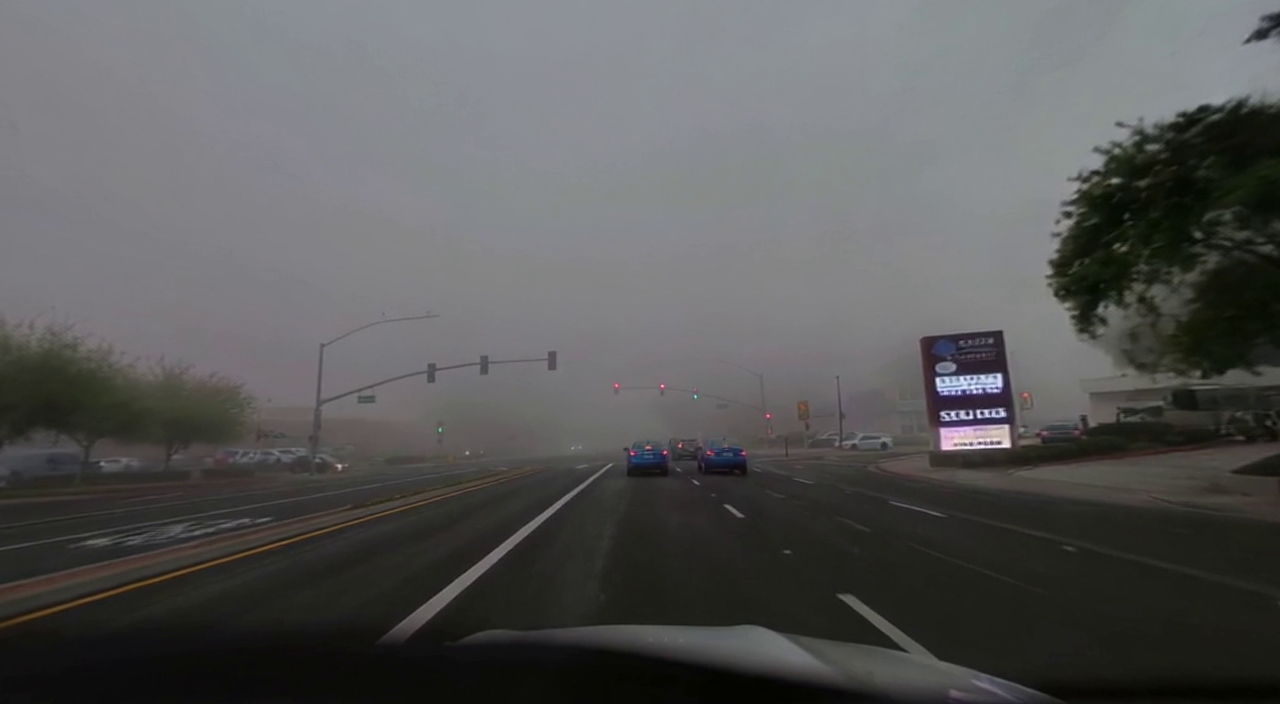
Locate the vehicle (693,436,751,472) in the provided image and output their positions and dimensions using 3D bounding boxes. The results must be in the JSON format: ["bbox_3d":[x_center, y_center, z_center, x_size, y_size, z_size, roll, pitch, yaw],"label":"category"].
[{"bbox_3d":[3.634,4.606,28.810,1.889,1.473,4.643,0,-8,-1],"label":"vehicle"}]

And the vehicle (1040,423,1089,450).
[{"bbox_3d":[26.019,5.253,38.857,2.222,1.538,4.817,-5,-10,31],"label":"vehicle"}]

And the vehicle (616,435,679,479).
[{"bbox_3d":[0.224,3.888,23.657,2.135,1.468,4.076,0,-8,-1],"label":"vehicle"}]

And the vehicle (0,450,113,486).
[{"bbox_3d":[-31.290,6.138,33.617,4.471,1.829,2.071,0,-8,-2],"label":"vehicle"}]

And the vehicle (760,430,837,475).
[{"bbox_3d":[6.540,4.203,26.570,2.009,1.700,4.275,0,-8,-1],"label":"vehicle"}]
